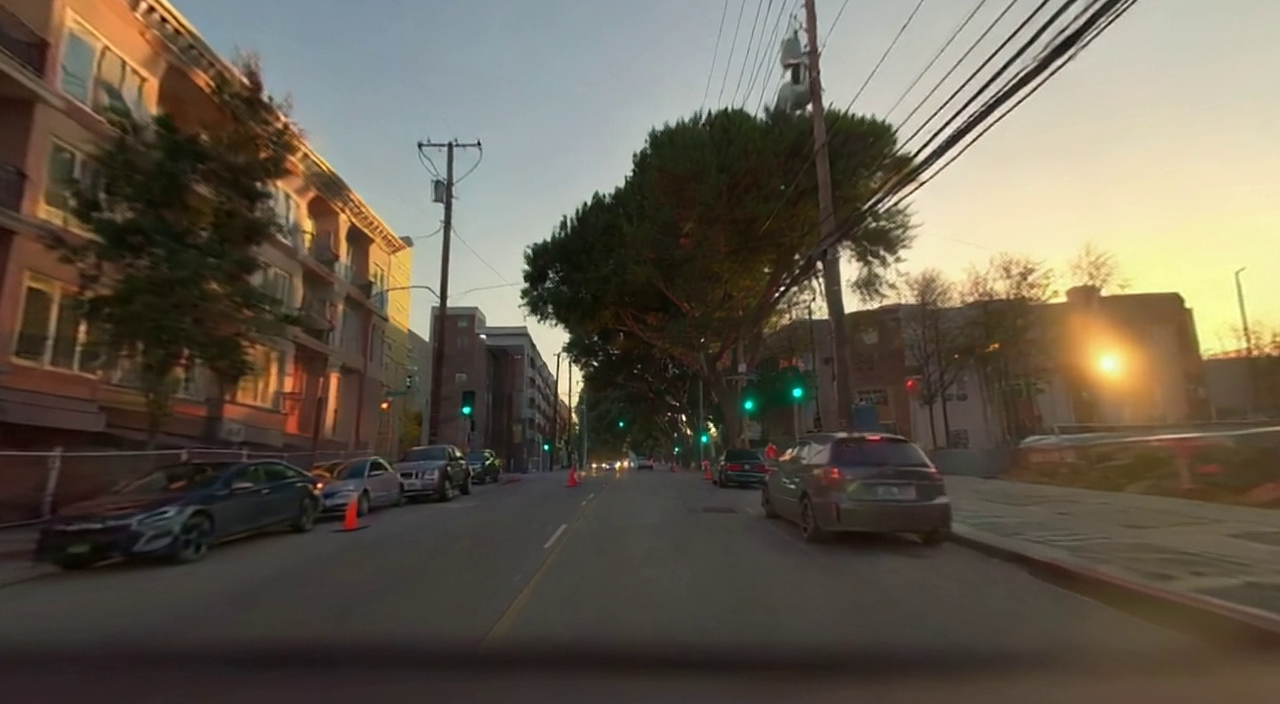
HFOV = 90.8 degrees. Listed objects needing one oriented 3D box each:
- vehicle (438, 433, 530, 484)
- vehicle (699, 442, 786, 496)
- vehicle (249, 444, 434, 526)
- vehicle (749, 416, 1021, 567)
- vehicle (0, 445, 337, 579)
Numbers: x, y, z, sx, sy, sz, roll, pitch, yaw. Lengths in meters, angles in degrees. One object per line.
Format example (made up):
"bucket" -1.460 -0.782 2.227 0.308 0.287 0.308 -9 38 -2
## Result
"vehicle" -6.361 4.412 26.681 2.279 1.873 5.912 0 -8 1
"vehicle" 3.125 3.620 20.101 1.953 1.503 4.137 0 -8 -2
"vehicle" -6.363 2.829 14.239 1.919 1.475 4.833 0 -8 -1
"vehicle" 3.288 1.966 9.906 2.141 1.737 5.009 0 -8 -1
"vehicle" -6.426 2.113 9.285 1.968 1.450 4.271 0 -8 -3
